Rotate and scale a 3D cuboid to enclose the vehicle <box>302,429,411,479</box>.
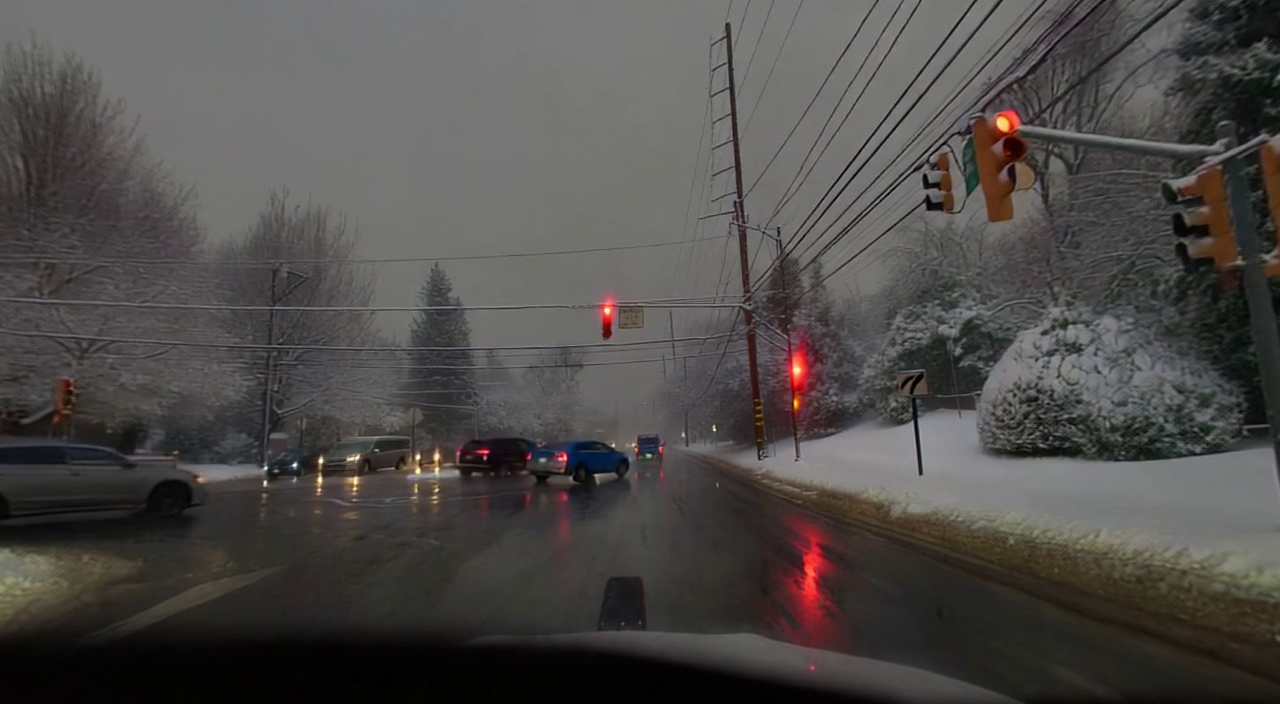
[{"bbox_3d":[-13.129,4.769,29.616,2.350,2.104,5.828,0,-8,1],"label":"vehicle"}]

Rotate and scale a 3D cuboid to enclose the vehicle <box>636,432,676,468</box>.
[{"bbox_3d":[1.052,5.875,37.902,2.137,1.986,5.930,-1,-8,4],"label":"vehicle"}]

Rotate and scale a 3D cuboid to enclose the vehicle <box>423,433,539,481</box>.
[{"bbox_3d":[-6.429,4.336,26.165,1.929,1.750,5.044,-4,-10,24],"label":"vehicle"}]

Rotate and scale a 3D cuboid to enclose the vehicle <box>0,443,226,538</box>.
[{"bbox_3d":[-10.057,2.307,10.850,4.621,1.440,2.129,4,-10,-29],"label":"vehicle"}]

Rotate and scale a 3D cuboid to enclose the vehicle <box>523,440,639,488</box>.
[{"bbox_3d":[-1.861,3.761,21.547,2.019,1.455,4.529,-4,-9,23],"label":"vehicle"}]

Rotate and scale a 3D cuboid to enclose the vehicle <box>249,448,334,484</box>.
[{"bbox_3d":[-17.090,5.597,31.012,1.942,1.477,3.957,-4,-9,0],"label":"vehicle"}]
